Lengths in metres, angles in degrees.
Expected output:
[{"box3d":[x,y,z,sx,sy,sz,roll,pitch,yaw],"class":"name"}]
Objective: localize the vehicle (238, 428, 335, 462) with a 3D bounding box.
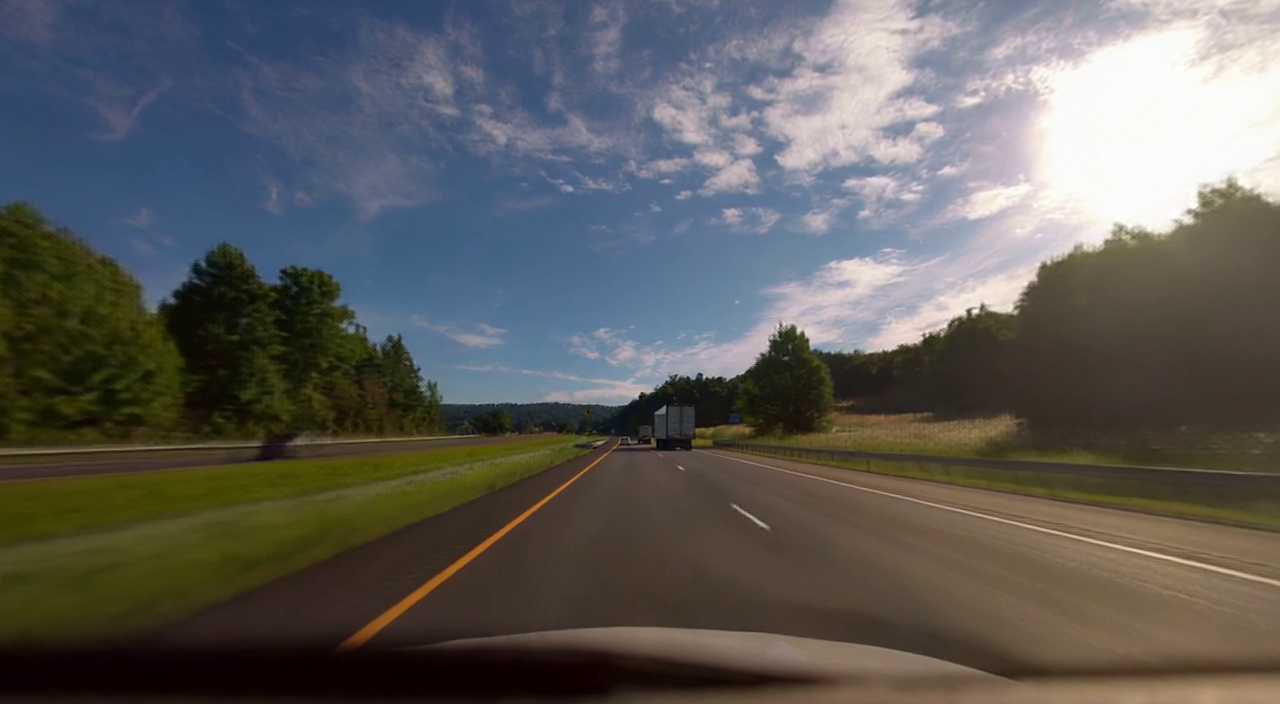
[{"box3d":[-16.845,4.462,30.295,2.125,1.488,4.492,0,-8,-1],"class":"vehicle"}]
